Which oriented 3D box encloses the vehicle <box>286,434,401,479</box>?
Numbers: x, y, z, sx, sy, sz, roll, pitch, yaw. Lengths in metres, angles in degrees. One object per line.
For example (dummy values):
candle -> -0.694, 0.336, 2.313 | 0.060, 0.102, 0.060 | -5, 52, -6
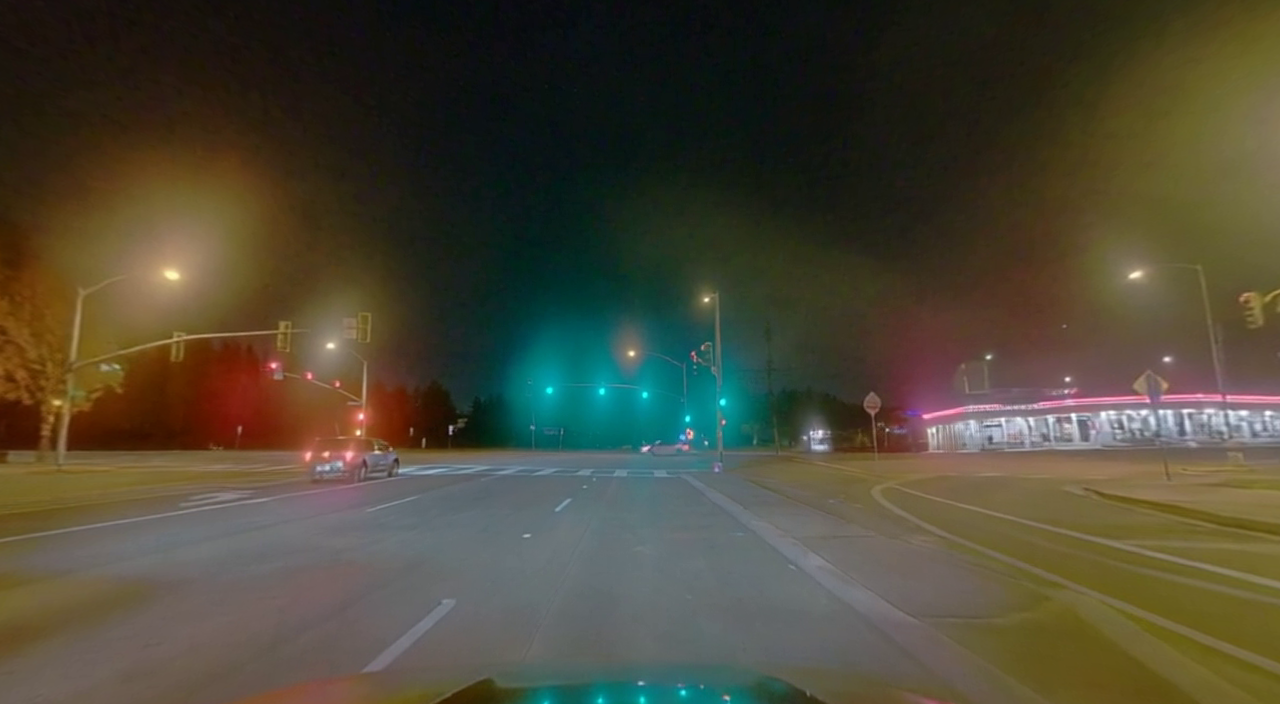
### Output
vehicle -> -10.734, 3.825, 23.230 | 1.924, 1.502, 4.727 | 0, -9, 0
